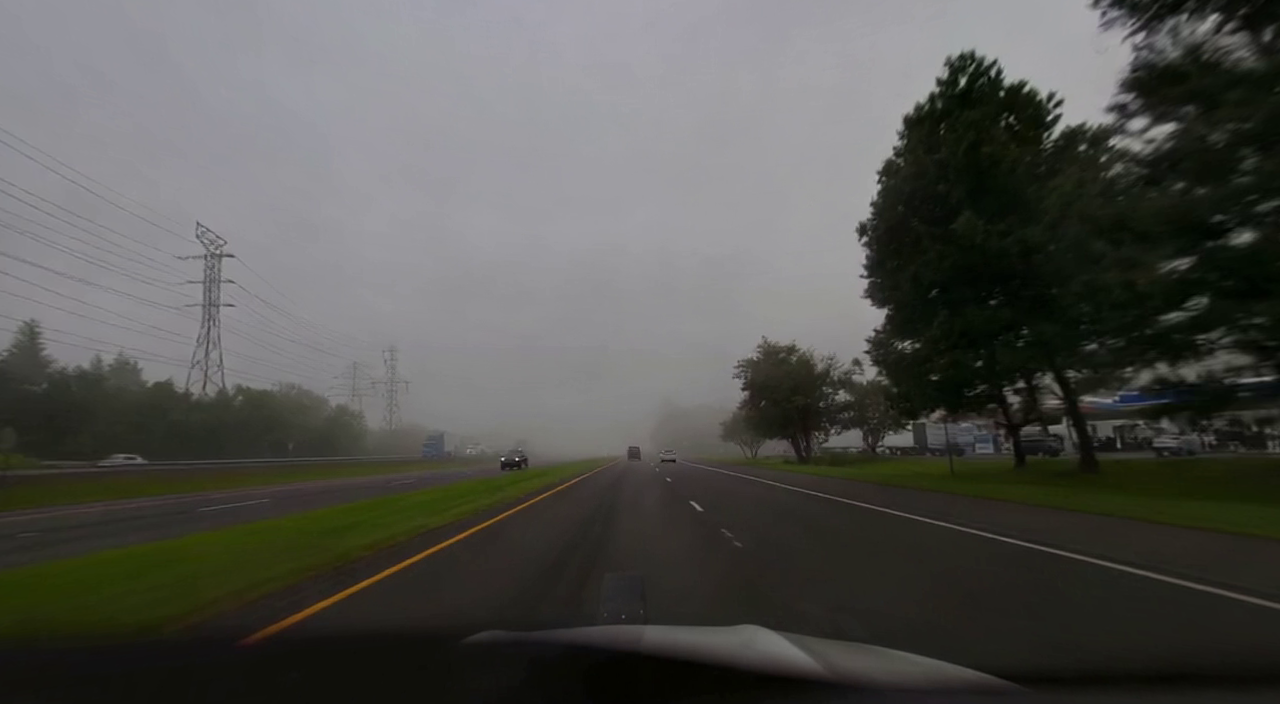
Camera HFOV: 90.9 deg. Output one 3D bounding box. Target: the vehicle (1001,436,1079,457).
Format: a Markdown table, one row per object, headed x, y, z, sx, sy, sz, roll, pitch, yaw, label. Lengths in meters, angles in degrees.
| x | y | z | sx | sy | sz | roll | pitch | yaw | label |
| --- | --- | --- | --- | --- | --- | --- | --- | --- | --- |
| 29.843 | 7.074 | 47.058 | 4.541 | 1.499 | 1.838 | -8 | -12 | 43 | vehicle |

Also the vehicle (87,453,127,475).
| x | y | z | sx | sy | sz | roll | pitch | yaw | label |
| --- | --- | --- | --- | --- | --- | --- | --- | --- | --- |
| -39.085 | 8.178 | 46.175 | 4.106 | 1.445 | 1.802 | -9 | -11 | 44 | vehicle |

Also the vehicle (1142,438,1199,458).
| x | y | z | sx | sy | sz | roll | pitch | yaw | label |
| --- | --- | --- | --- | --- | --- | --- | --- | --- | --- |
| 40.590 | 7.323 | 48.172 | 4.671 | 1.458 | 1.880 | 6 | -10 | -33 | vehicle |
